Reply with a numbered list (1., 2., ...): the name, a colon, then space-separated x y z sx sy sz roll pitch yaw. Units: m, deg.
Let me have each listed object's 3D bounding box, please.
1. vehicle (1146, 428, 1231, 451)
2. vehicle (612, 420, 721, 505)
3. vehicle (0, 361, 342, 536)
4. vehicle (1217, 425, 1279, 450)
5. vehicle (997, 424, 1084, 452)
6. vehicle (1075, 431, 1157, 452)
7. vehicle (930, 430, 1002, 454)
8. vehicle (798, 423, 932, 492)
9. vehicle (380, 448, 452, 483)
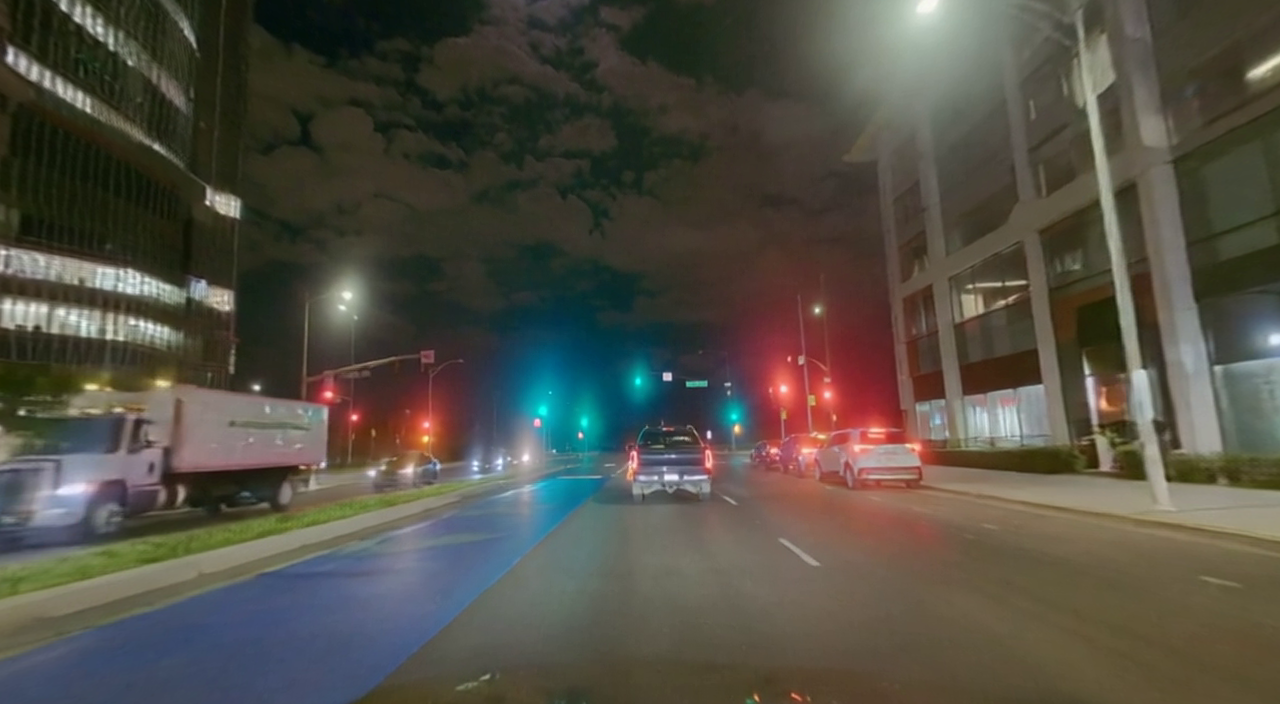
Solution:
1. vehicle: 38.859 6.220 44.764 4.286 1.625 1.809 0 -8 0
2. vehicle: 0.515 2.649 15.461 2.283 1.773 4.255 0 -9 -1
3. vehicle: -13.542 2.953 19.514 3.101 3.878 10.902 0 -9 1
4. vehicle: 43.946 6.095 44.657 3.934 1.710 2.114 -1 -9 4
5. vehicle: 28.435 6.157 44.903 4.655 1.852 2.161 -1 -10 -2
6. vehicle: 33.705 6.361 44.742 4.275 1.487 1.781 0 -9 1
7. vehicle: 23.207 6.412 44.990 3.973 1.623 2.024 -1 -9 0
8. vehicle: 6.660 3.214 19.408 2.205 1.823 5.078 0 -9 0
9. vehicle: -10.688 5.426 30.447 2.019 1.547 4.315 0 -9 -2
